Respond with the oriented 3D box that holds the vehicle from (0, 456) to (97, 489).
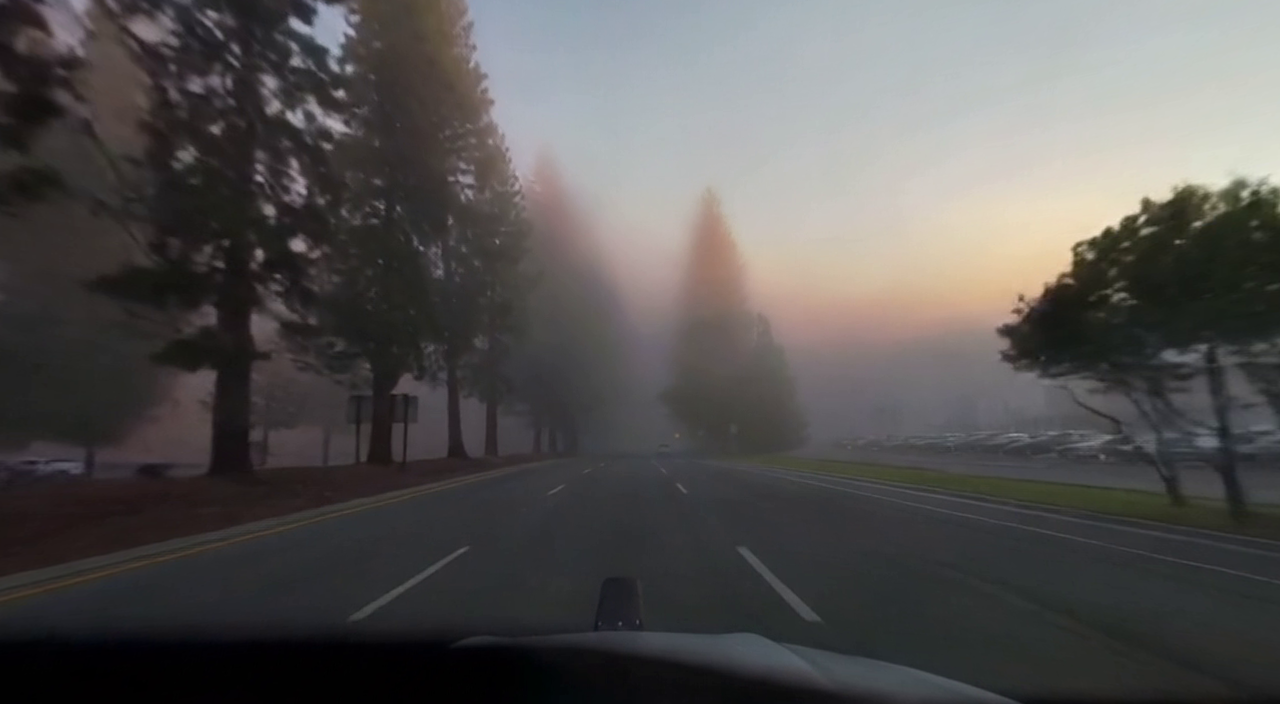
[{"bbox_3d":[-32.884,6.597,34.839,1.994,1.599,4.308,-2,-9,0],"label":"vehicle"}]
